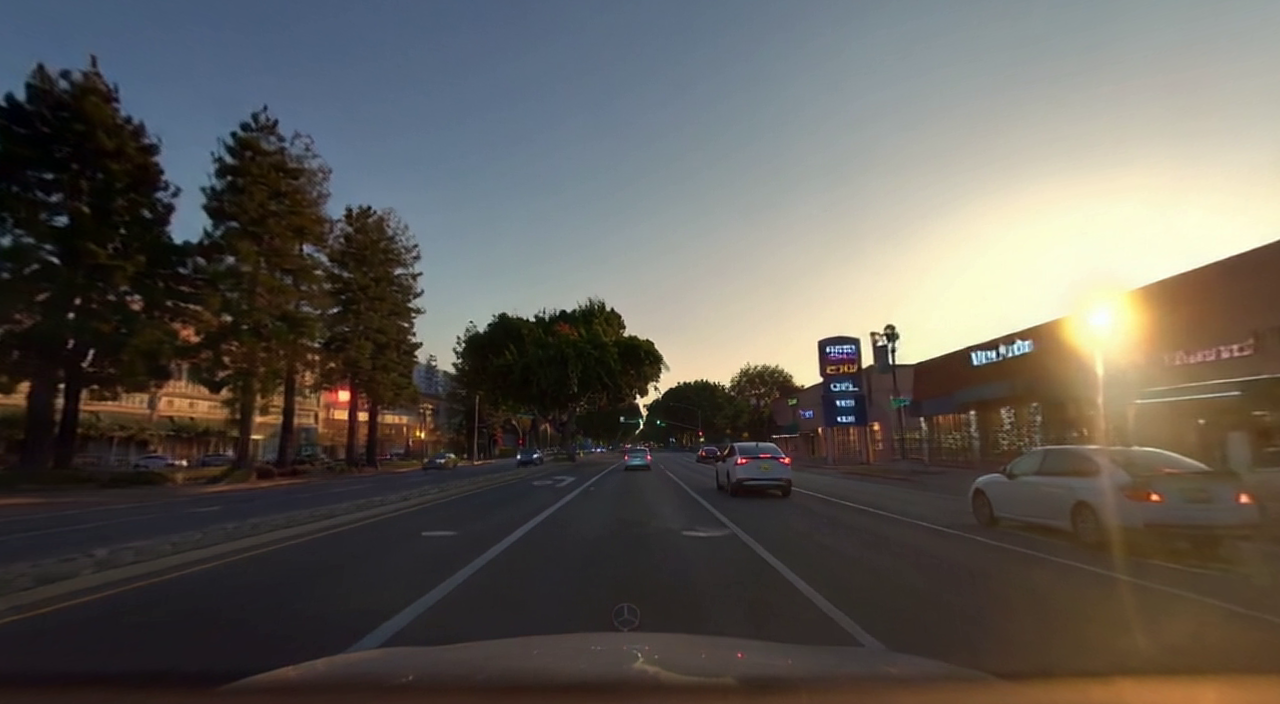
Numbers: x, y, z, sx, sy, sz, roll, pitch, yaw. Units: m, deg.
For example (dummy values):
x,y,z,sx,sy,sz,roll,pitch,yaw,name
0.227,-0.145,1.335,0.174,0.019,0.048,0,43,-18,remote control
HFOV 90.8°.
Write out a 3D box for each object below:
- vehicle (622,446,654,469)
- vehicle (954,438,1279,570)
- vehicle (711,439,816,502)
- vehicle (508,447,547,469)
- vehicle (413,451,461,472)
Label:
x,y,z,sx,sy,sz,roll,pitch,yaw,name
-0.151,7.158,43.233,2.052,1.461,4.324,0,-8,0,vehicle
6.821,2.043,9.401,1.952,1.449,4.544,0,-8,0,vehicle
3.351,3.319,18.189,2.072,1.545,4.578,0,-8,0,vehicle
-8.311,7.843,46.925,2.039,1.487,4.437,0,-8,1,vehicle
-15.773,8.503,49.313,2.096,1.512,4.755,0,-8,1,vehicle
